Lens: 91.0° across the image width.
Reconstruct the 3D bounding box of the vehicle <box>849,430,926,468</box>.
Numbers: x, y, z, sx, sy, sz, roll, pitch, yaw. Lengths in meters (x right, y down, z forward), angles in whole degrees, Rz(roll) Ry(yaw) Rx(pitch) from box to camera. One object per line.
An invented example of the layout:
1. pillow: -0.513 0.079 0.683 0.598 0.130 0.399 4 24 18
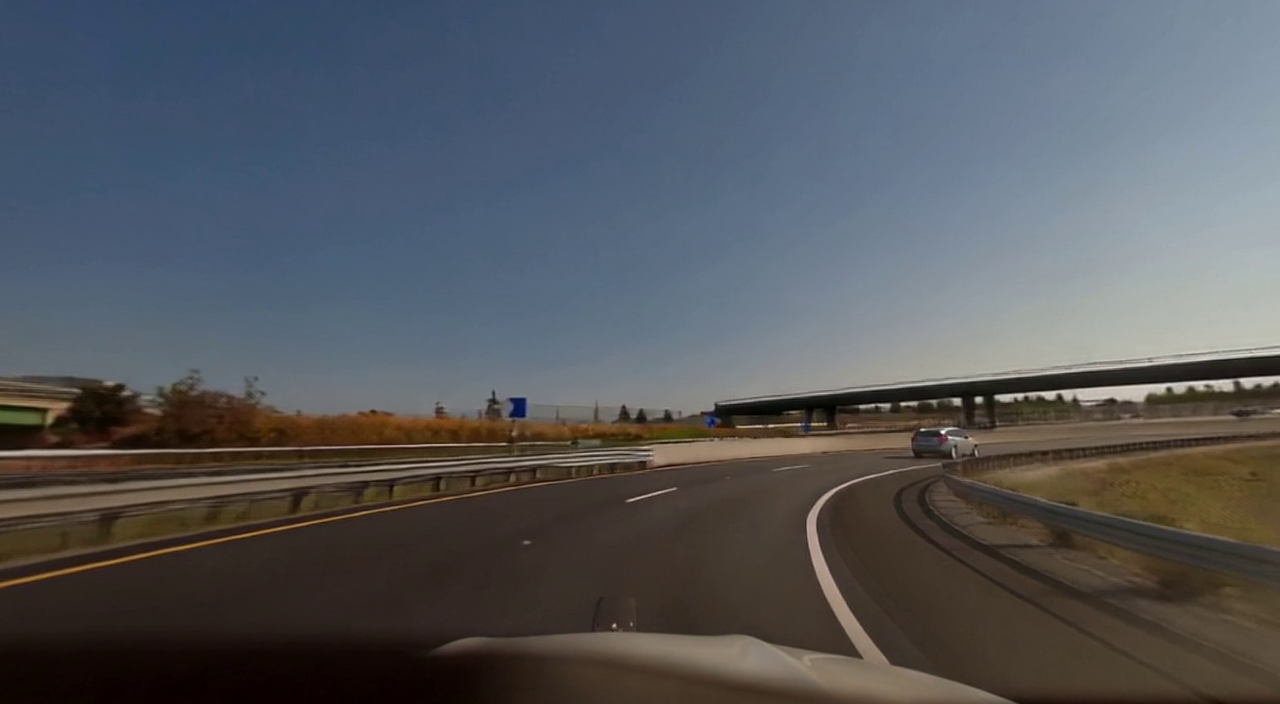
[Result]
1. vehicle: 11.231 4.333 28.420 2.028 1.440 3.970 -3 -8 41
